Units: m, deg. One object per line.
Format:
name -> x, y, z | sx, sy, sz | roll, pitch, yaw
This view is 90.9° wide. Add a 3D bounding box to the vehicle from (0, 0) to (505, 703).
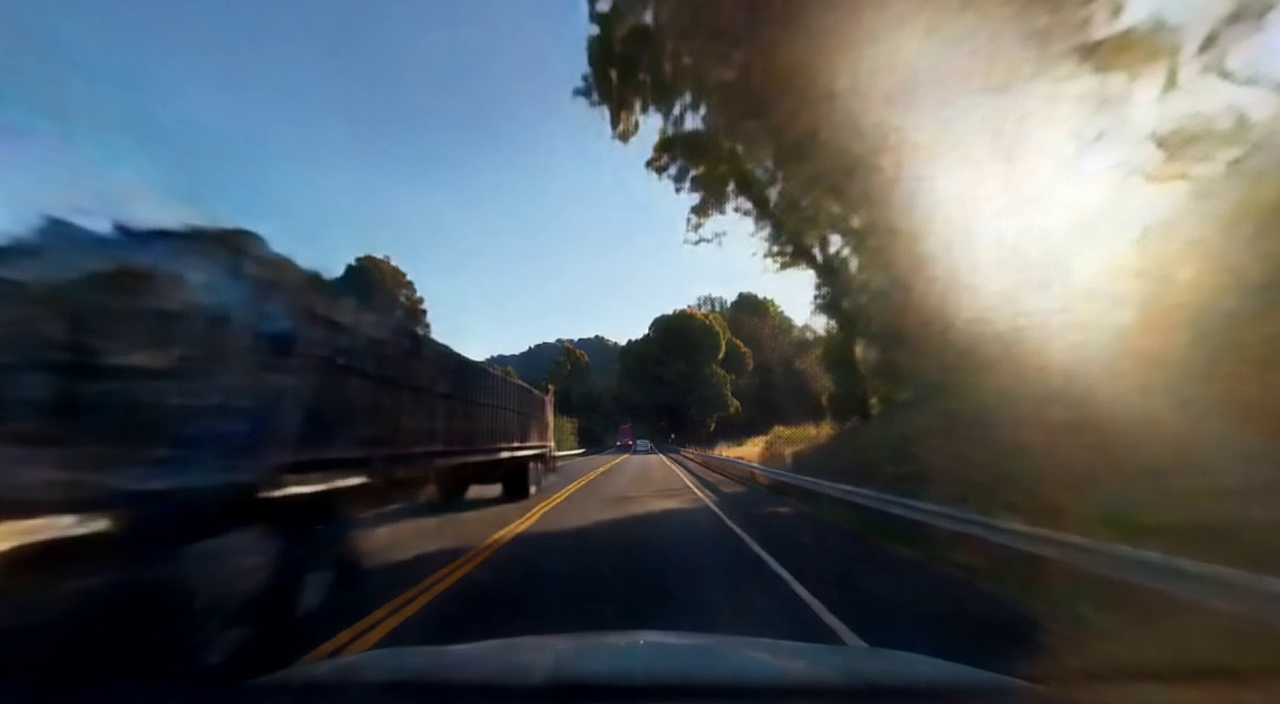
vehicle -> -4.050, 0.386, 6.298 | 2.844, 3.959, 11.140 | 0, -8, 1
